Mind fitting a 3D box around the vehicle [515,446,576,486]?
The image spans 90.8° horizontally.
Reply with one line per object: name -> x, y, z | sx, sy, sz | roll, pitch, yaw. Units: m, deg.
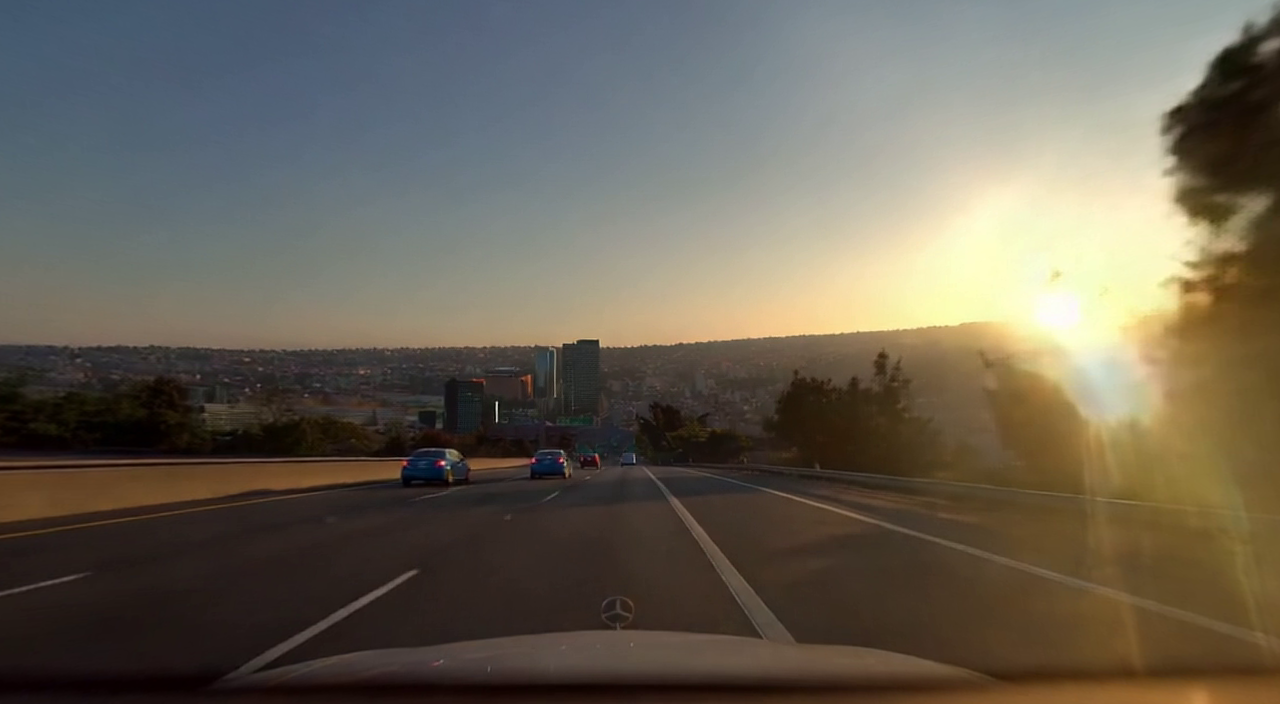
vehicle -> -4.217, 5.155, 28.862 | 2.075, 1.702, 4.257 | 0, -9, 0

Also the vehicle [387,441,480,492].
vehicle -> -8.115, 4.538, 25.370 | 2.040, 1.824, 4.917 | 0, -9, 0
